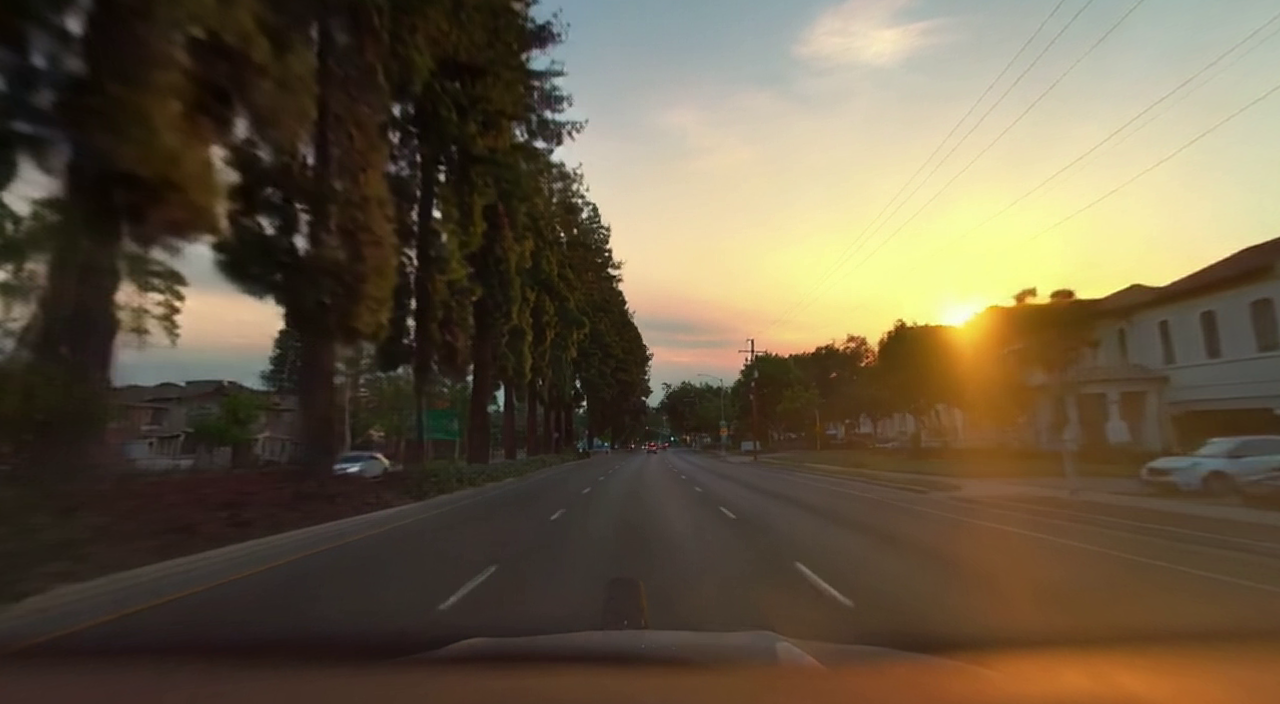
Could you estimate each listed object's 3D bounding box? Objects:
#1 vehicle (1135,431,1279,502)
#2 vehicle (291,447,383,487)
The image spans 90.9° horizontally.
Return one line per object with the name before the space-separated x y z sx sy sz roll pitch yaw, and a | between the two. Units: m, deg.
vehicle | 15.929 2.893 16.157 4.606 1.668 2.135 0 -9 -1
vehicle | -13.814 5.230 29.067 2.072 1.712 4.467 0 -8 -1
